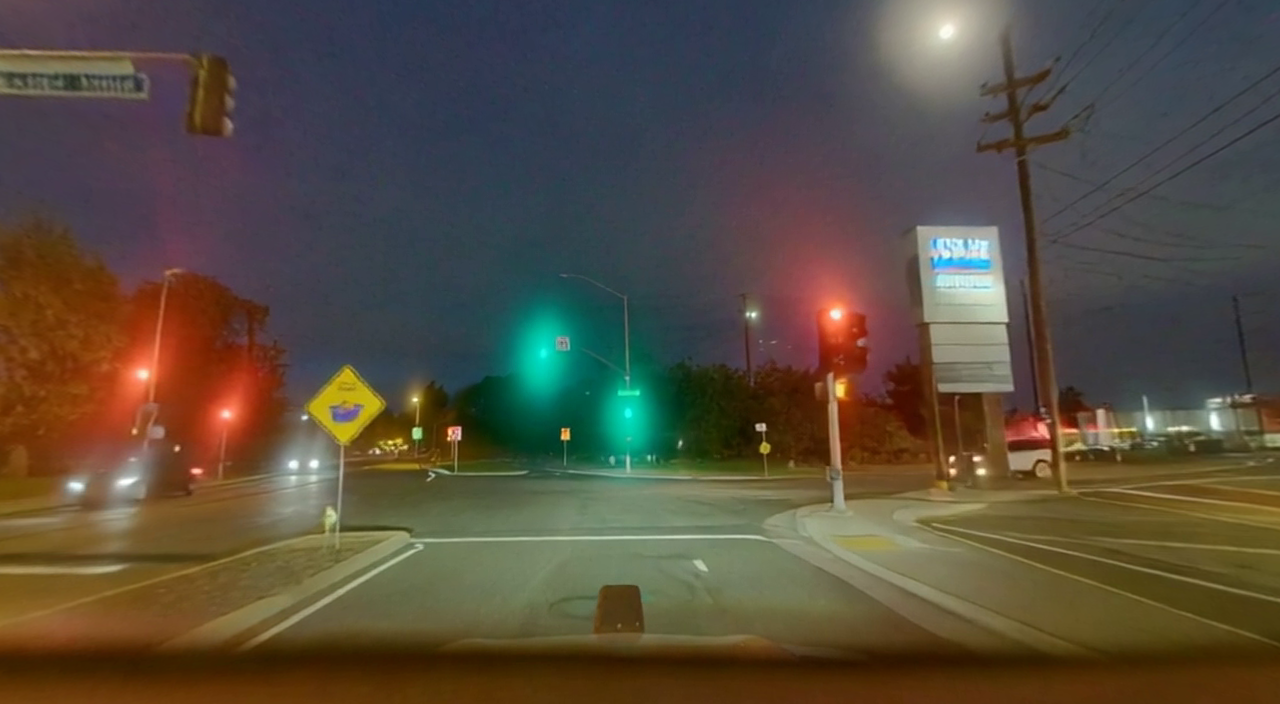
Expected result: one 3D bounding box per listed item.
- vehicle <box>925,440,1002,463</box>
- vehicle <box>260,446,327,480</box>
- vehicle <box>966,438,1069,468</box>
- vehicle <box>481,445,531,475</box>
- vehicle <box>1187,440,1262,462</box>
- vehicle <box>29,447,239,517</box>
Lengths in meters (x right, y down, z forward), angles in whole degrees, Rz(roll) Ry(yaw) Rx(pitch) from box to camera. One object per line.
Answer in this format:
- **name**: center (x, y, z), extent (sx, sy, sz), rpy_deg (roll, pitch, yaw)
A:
- **vehicle**: center (23.477, 7.253, 46.005), extent (4.508, 1.535, 2.035), rpy_deg (0, -9, 9)
- **vehicle**: center (-16.537, 5.281, 30.403), extent (2.105, 1.510, 4.218), rpy_deg (3, -9, -19)
- **vehicle**: center (21.774, 5.836, 36.625), extent (4.544, 1.630, 2.055), rpy_deg (-1, -9, 10)
- **vehicle**: center (-7.457, 5.924, 34.889), extent (2.094, 1.500, 3.682), rpy_deg (3, -9, -20)
- **vehicle**: center (43.348, 7.390, 46.982), extent (1.784, 1.476, 4.371), rpy_deg (1, -9, 6)
- **vehicle**: center (-12.596, 3.191, 16.233), extent (2.207, 1.503, 4.561), rpy_deg (2, -9, -10)
